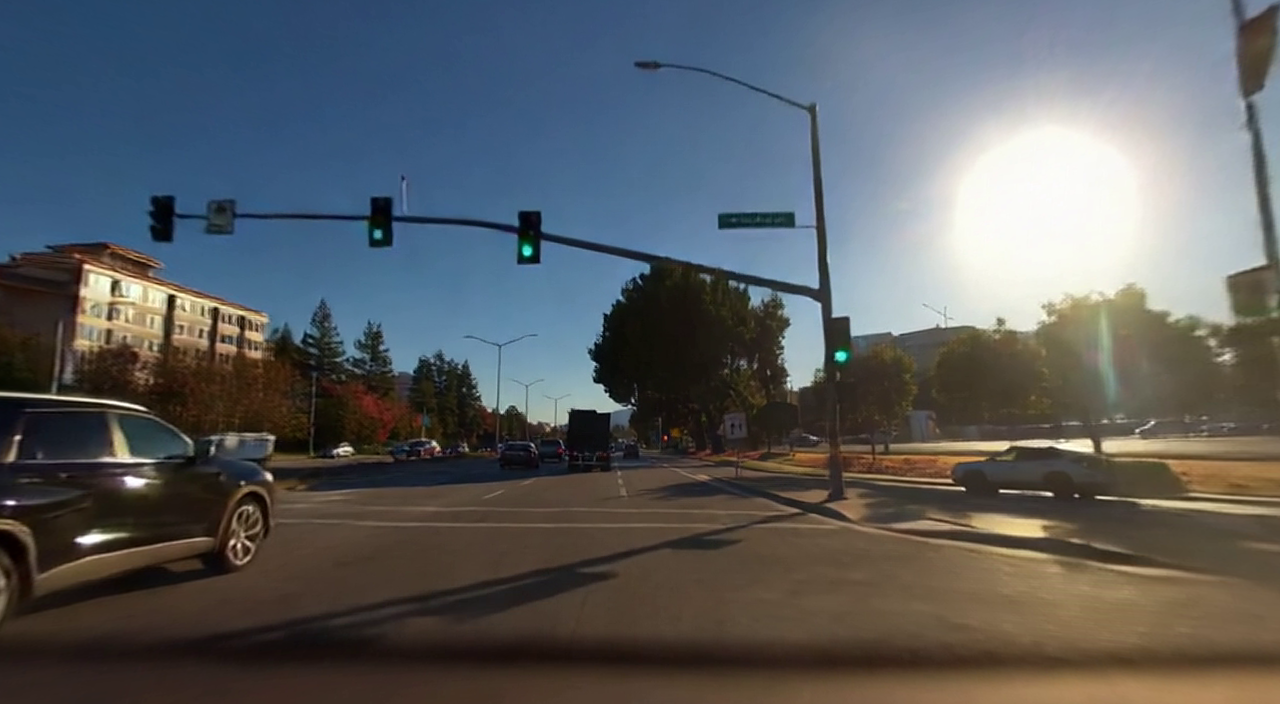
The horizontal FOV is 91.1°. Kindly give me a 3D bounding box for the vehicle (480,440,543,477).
[{"bbox_3d":[-5.571,4.694,27.819,2.023,1.483,4.143,0,-9,-2],"label":"vehicle"}]

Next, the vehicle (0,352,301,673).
[{"bbox_3d":[-4.798,1.040,4.409,2.178,1.826,4.933,0,-9,-2],"label":"vehicle"}]

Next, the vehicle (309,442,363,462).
[{"bbox_3d":[-22.800,7.523,47.333,1.898,1.480,4.567,0,-9,-2],"label":"vehicle"}]

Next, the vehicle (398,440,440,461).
[{"bbox_3d":[-16.972,7.572,48.399,2.026,1.523,4.584,1,-9,-6],"label":"vehicle"}]

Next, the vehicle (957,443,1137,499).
[{"bbox_3d":[13.833,3.992,21.543,4.720,1.685,2.140,-8,-12,43],"label":"vehicle"}]

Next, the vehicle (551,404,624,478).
[{"bbox_3d":[-2.288,4.202,29.575,2.993,3.051,6.692,0,-9,-1],"label":"vehicle"}]
